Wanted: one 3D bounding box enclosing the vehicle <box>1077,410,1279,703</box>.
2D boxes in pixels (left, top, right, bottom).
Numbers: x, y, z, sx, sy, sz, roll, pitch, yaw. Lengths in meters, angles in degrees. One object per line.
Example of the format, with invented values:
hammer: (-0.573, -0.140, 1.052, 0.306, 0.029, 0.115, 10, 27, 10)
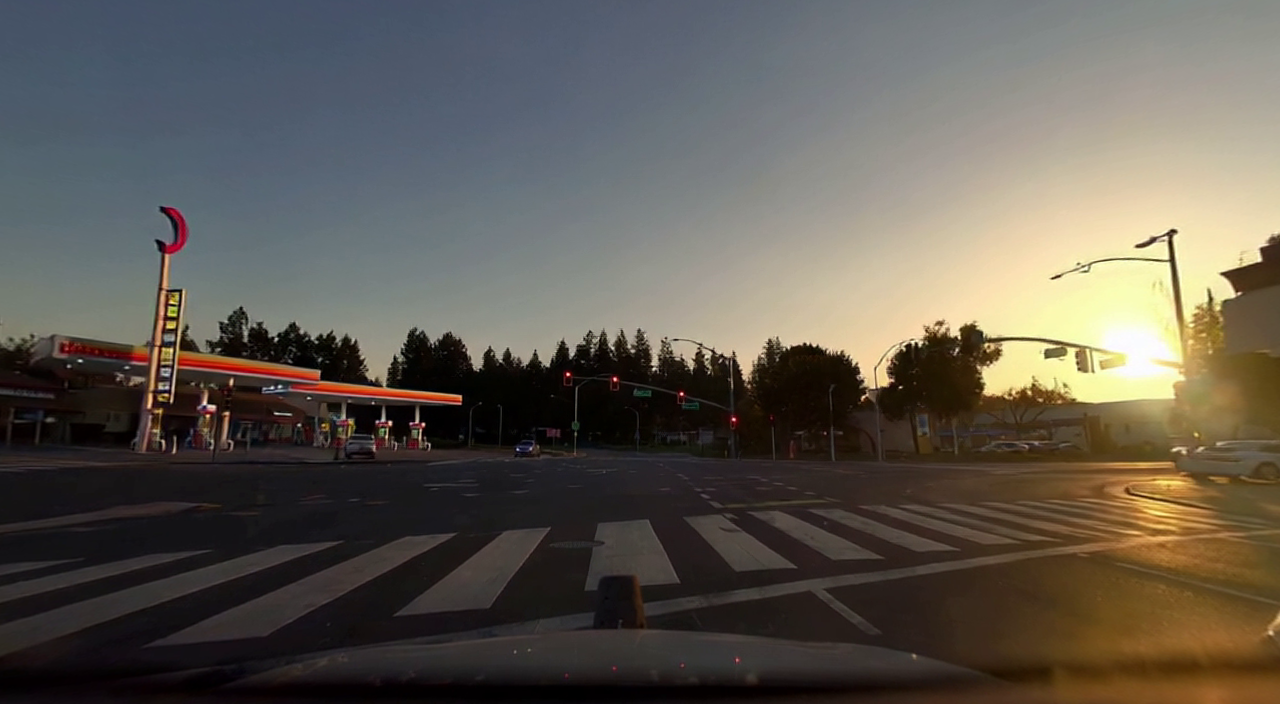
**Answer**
vehicle: (3.323, 0.745, 1.023, 2.023, 1.437, 4.477, 0, -9, 0)
